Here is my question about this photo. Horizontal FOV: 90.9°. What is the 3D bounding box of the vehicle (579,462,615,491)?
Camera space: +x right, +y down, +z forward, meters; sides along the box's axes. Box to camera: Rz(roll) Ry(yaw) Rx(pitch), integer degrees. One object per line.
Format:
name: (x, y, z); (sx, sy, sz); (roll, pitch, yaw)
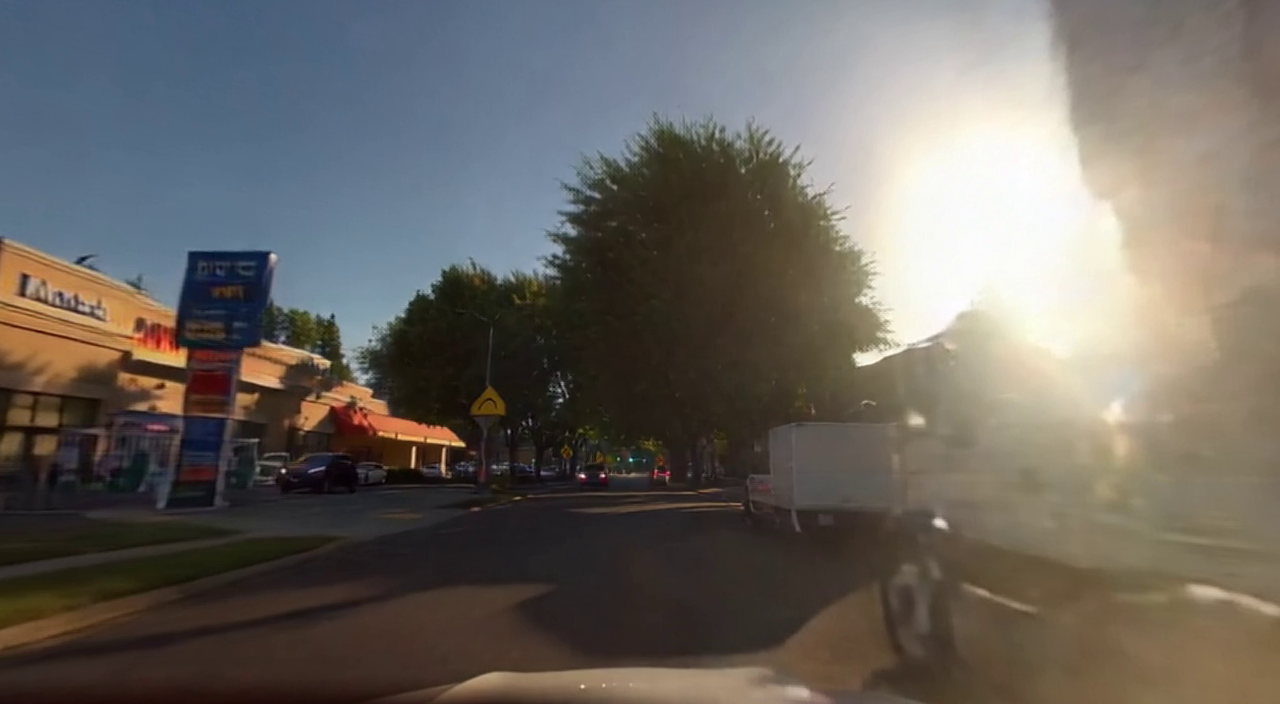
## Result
vehicle: (-2.950, 8.690, 44.120); (2.165, 1.889, 4.825); (1, -11, 0)

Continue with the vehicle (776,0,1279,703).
vehicle: (3.252, 0.463, 5.125); (3.018, 3.962, 5.984); (0, -11, 1)

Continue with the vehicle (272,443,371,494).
vehicle: (-13.209, 4.810, 26.468); (2.062, 1.889, 4.115); (2, -8, -3)
